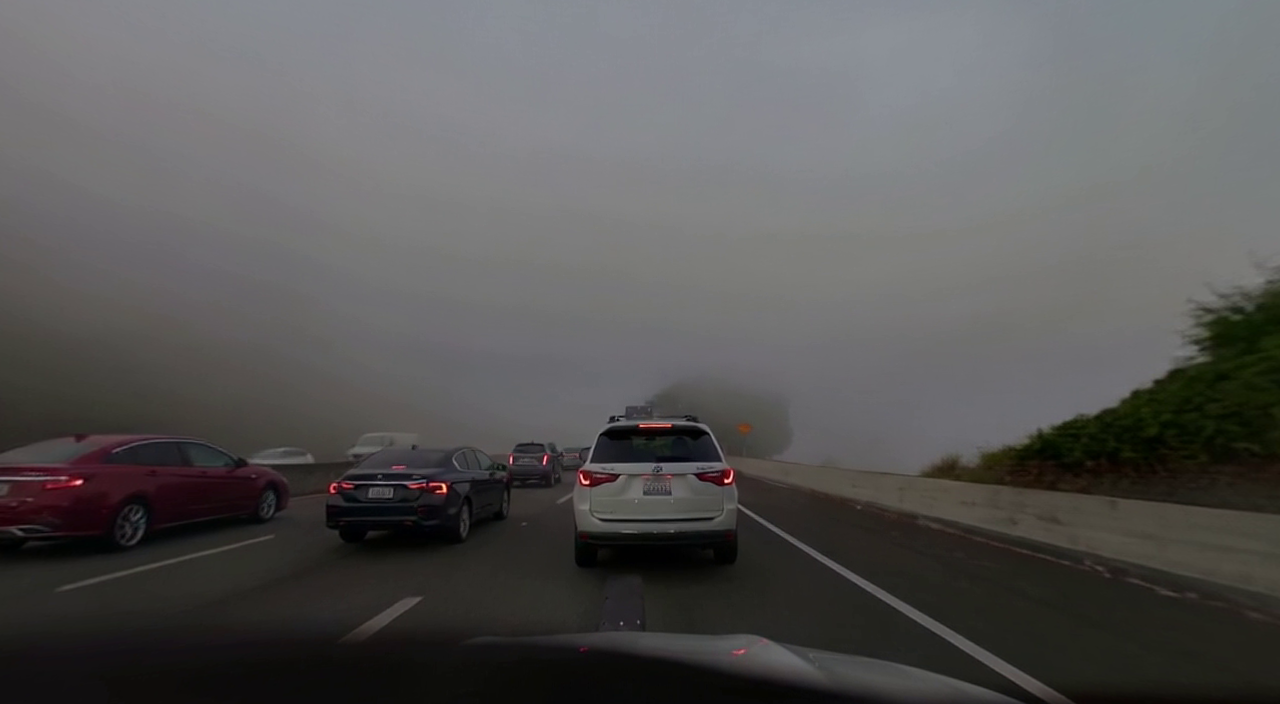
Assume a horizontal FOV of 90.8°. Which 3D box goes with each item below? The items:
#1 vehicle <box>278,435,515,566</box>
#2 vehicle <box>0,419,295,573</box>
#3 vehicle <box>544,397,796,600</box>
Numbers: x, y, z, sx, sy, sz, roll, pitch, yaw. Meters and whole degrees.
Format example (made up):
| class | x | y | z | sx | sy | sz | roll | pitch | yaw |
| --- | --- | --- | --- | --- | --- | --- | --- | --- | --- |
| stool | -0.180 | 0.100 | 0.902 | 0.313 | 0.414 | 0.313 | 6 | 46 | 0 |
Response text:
| class | x | y | z | sx | sy | sz | roll | pitch | yaw |
| --- | --- | --- | --- | --- | --- | --- | --- | --- | --- |
| vehicle | -3.246 | 2.048 | 9.404 | 1.917 | 1.506 | 3.949 | 0 | -9 | 1 |
| vehicle | -7.471 | 1.975 | 9.418 | 1.986 | 1.700 | 4.558 | 0 | -9 | 1 |
| vehicle | 0.221 | 1.699 | 8.275 | 2.210 | 1.760 | 5.303 | 0 | -9 | -1 |
